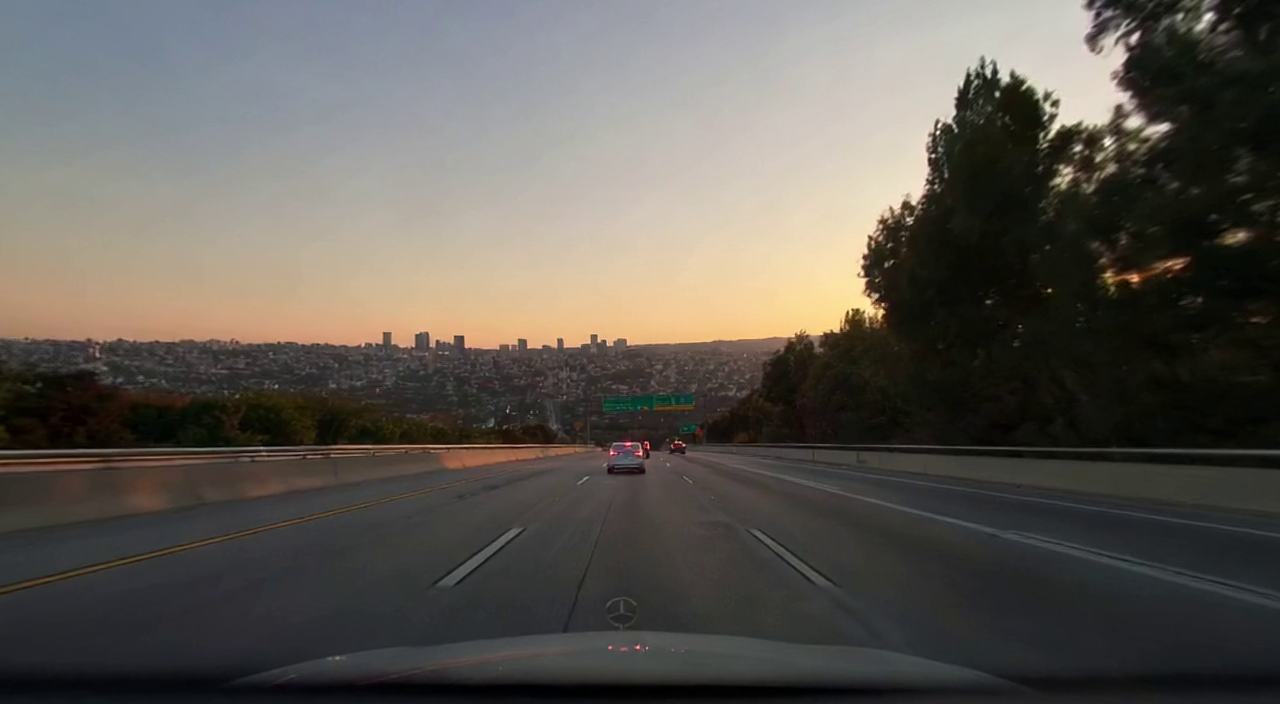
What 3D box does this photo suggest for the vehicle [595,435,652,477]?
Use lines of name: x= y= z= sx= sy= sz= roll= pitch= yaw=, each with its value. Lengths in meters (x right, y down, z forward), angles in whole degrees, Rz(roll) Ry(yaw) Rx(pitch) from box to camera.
vehicle: x=-0.657 y=4.253 z=25.885 sx=2.147 sy=1.576 sz=3.964 roll=0 pitch=-8 yaw=-1
